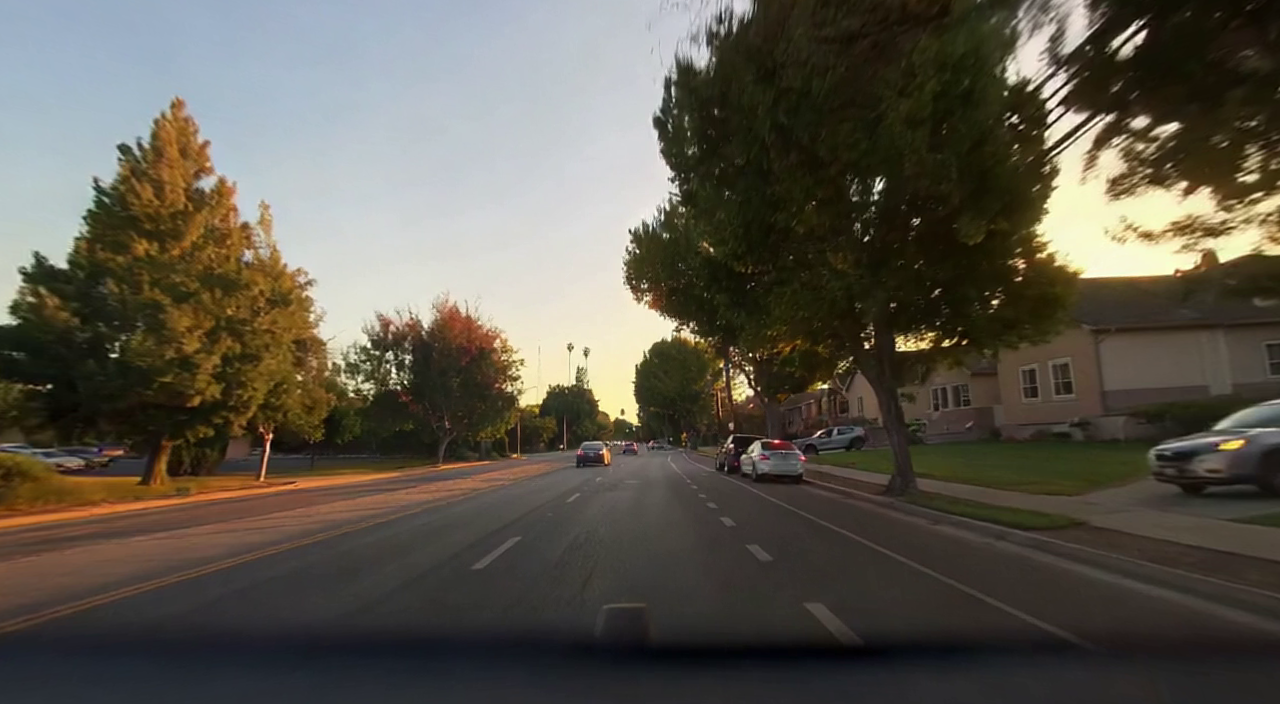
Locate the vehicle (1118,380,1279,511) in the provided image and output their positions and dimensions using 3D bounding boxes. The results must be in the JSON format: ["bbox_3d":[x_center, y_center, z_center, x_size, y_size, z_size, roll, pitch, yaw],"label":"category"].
[{"bbox_3d":[11.513,1.422,10.588,4.860,1.919,2.318,-4,-9,2],"label":"vehicle"}]

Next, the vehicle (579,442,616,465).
[{"bbox_3d":[-2.901,7.113,44.317,2.084,1.466,4.522,-1,-9,2],"label":"vehicle"}]

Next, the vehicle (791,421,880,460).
[{"bbox_3d":[11.858,5.444,38.625,4.888,1.758,2.037,-8,-10,12],"label":"vehicle"}]

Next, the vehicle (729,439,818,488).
[{"bbox_3d":[4.570,3.893,22.382,2.241,1.536,4.682,0,-9,2],"label":"vehicle"}]
